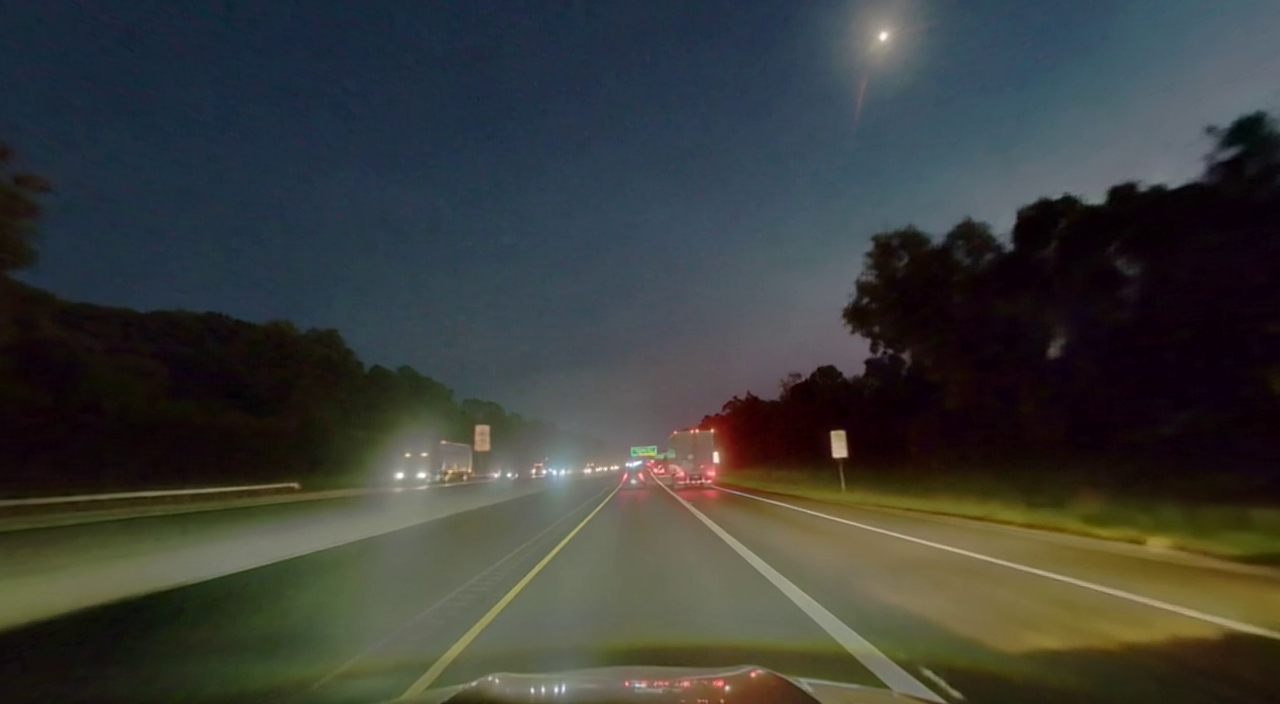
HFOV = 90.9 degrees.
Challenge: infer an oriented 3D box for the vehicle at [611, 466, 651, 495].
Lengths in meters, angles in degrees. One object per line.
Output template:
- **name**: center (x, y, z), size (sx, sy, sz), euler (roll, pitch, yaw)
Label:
- **vehicle**: center (-0.517, 6.967, 34.347), size (2.010, 1.436, 3.973), euler (1, -10, -1)
